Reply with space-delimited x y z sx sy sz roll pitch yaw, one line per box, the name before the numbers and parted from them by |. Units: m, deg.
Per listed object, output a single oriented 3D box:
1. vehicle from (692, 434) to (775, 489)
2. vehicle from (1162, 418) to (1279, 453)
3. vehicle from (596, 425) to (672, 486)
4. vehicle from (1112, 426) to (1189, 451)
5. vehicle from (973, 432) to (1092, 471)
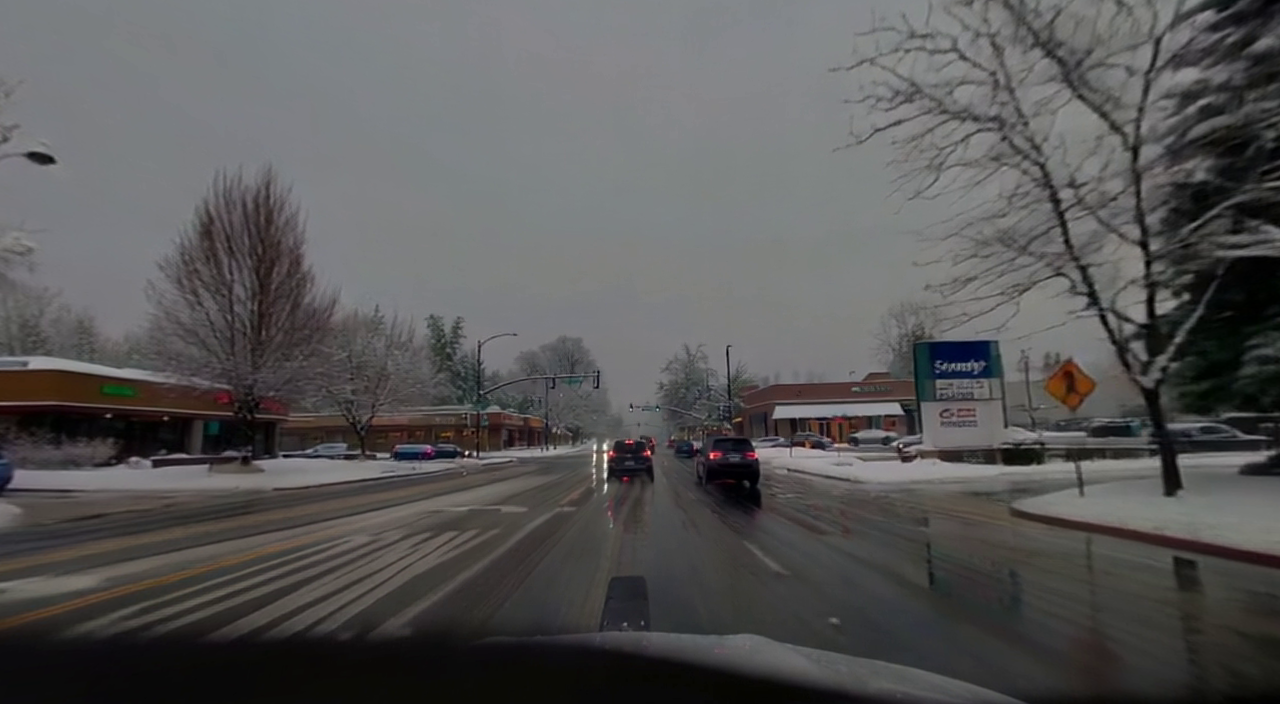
vehicle | 3.293 3.966 23.260 2.276 1.787 4.630 0 -8 -1
vehicle | 30.690 4.440 33.347 2.231 1.749 4.411 0 -8 -2
vehicle | -0.229 3.975 24.553 2.638 2.065 5.313 0 -8 0
vehicle | 35.077 5.988 43.475 1.817 1.548 4.050 -2 -9 -1
vehicle | 16.572 4.195 26.710 3.880 1.538 1.862 1 -8 -8
